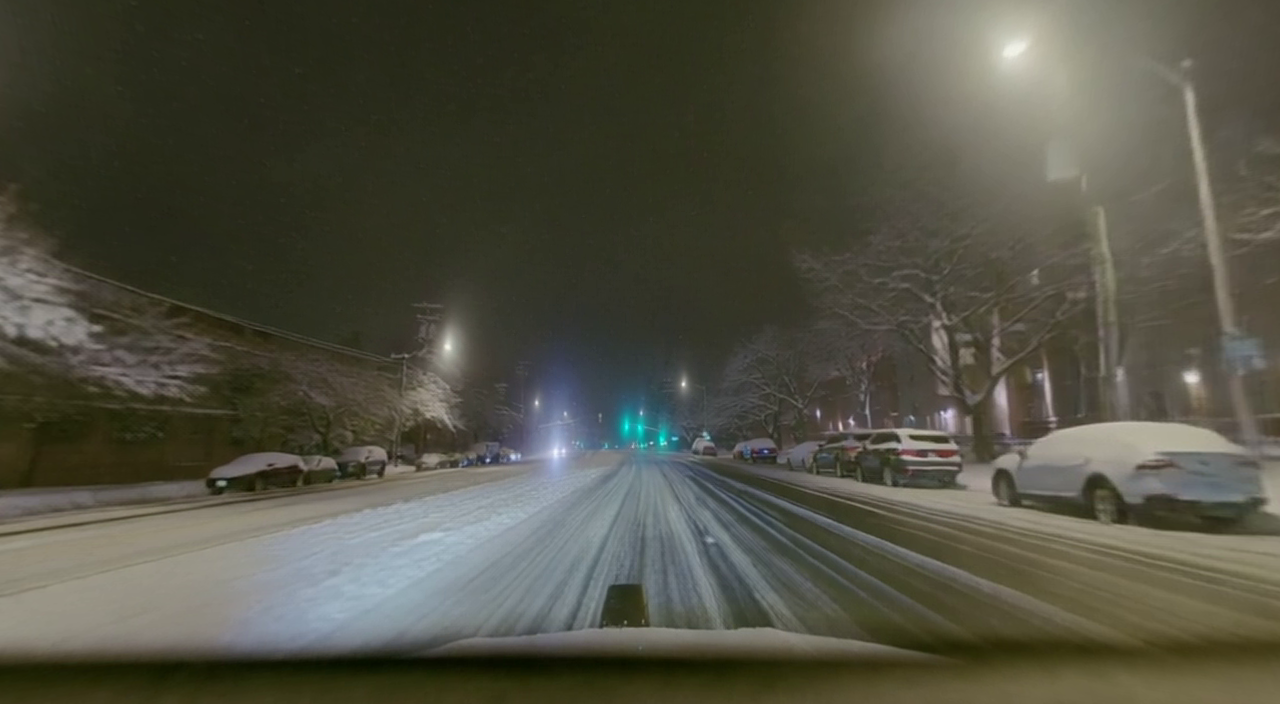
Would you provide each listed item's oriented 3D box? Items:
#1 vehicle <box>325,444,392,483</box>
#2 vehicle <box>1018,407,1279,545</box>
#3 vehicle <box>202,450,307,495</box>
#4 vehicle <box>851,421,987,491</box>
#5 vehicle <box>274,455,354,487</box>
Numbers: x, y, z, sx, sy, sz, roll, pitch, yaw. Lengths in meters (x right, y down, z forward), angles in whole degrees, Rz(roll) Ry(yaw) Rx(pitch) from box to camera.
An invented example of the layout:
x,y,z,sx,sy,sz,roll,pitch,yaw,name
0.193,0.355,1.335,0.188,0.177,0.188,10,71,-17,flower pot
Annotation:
x,y,z,sx,sy,sz,roll,pitch,yaw,name
-16.847,6.647,37.968,2.046,1.945,4.688,-1,-7,-2,vehicle
9.649,2.166,11.663,2.088,1.973,5.003,0,-8,-1,vehicle
-16.970,5.272,28.062,1.913,1.744,4.478,-1,-8,-2,vehicle
9.704,3.712,22.643,2.115,2.151,5.826,1,-9,-1,vehicle
-16.825,6.147,32.848,1.740,1.442,4.678,-1,-8,-1,vehicle
